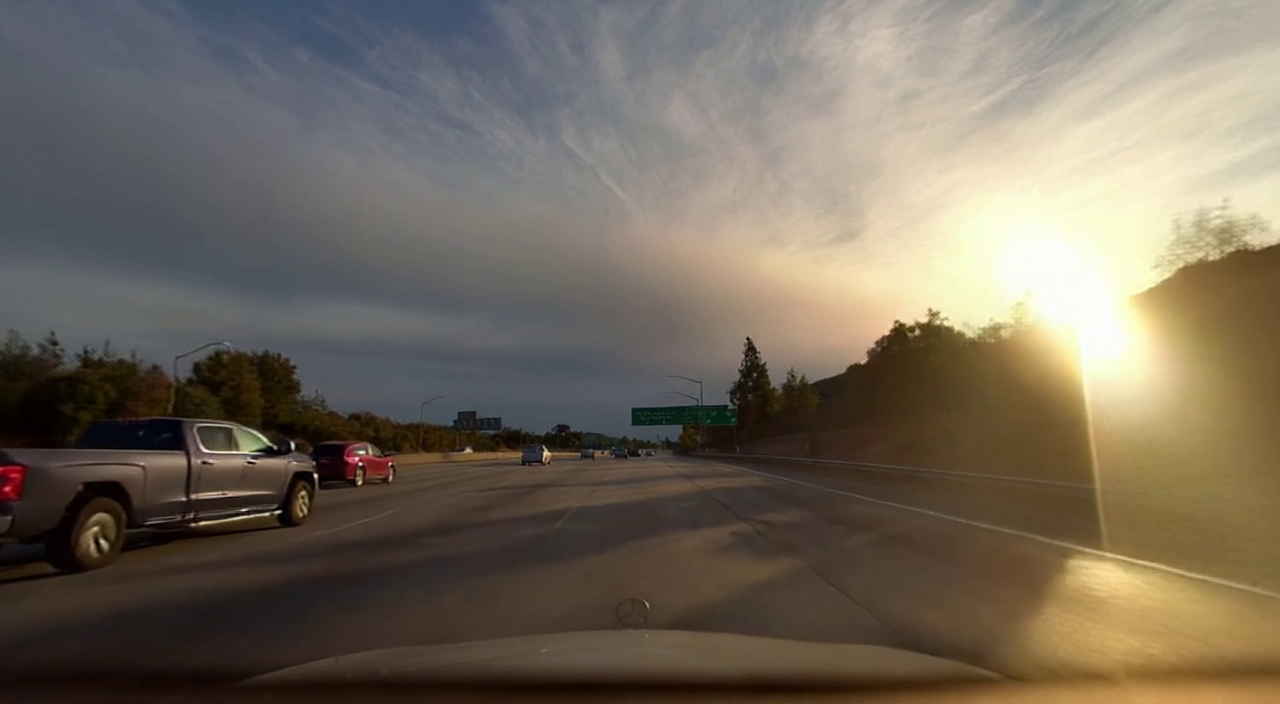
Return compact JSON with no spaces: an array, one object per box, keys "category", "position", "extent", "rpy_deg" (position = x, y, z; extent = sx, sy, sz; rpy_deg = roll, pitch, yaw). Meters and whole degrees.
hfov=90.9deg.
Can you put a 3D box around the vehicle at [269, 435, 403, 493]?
[{"category":"vehicle","position":[-9.665,3.592,20.573],"extent":[2.060,1.662,4.469],"rpy_deg":[0,-8,1]}]

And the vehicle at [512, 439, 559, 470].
[{"category":"vehicle","position":[-6.145,6.086,37.598],"extent":[2.009,1.735,4.358],"rpy_deg":[0,-8,1]}]

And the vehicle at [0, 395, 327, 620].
[{"category":"vehicle","position":[-6.278,1.527,6.993],"extent":[2.403,1.773,6.276],"rpy_deg":[0,-8,0]}]
